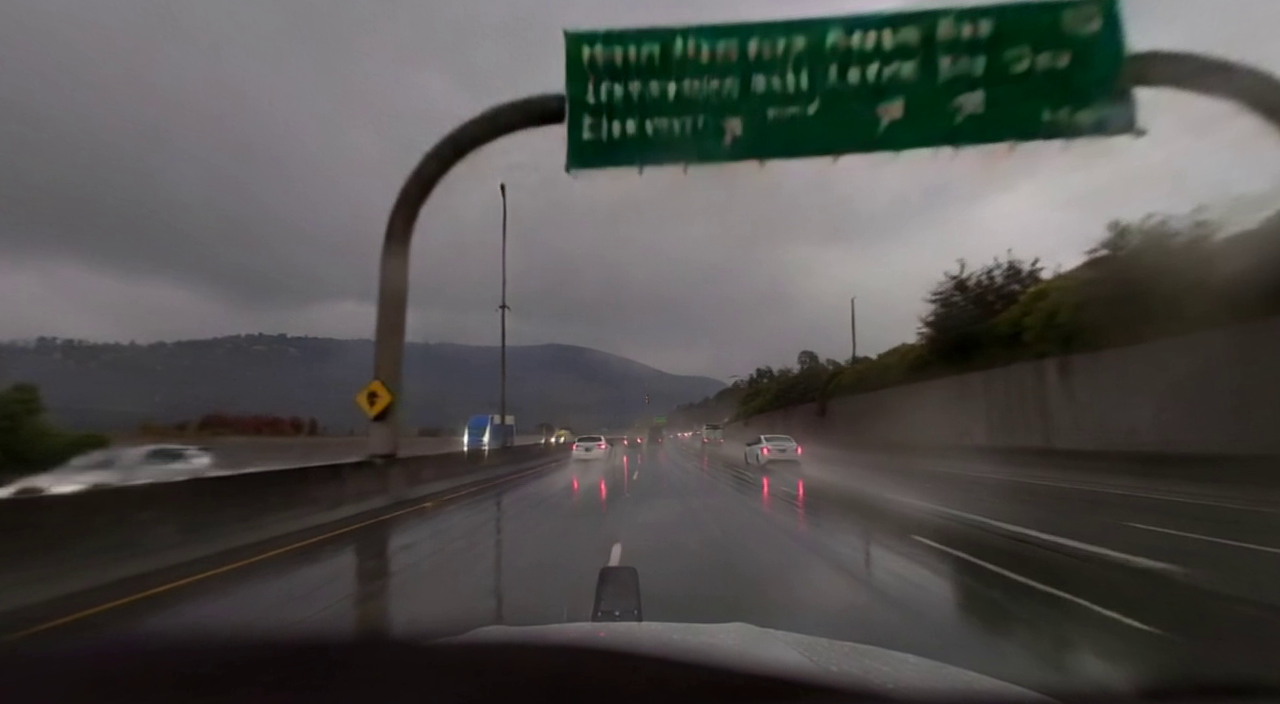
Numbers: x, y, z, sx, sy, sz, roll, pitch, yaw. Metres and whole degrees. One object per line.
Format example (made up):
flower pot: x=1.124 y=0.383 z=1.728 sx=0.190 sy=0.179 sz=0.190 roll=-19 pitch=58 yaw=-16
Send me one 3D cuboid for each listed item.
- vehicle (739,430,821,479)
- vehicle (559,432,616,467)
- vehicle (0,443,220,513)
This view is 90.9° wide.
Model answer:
vehicle: x=4.572 y=3.373 z=21.076 sx=1.806 sy=1.469 sz=3.681 roll=0 pitch=-8 yaw=-1
vehicle: x=-2.288 y=4.413 z=28.816 sx=2.204 sy=1.486 sz=4.121 roll=0 pitch=-8 yaw=1
vehicle: x=-13.834 y=3.215 z=16.761 sx=2.087 sy=1.553 sz=4.617 roll=0 pitch=-8 yaw=0
